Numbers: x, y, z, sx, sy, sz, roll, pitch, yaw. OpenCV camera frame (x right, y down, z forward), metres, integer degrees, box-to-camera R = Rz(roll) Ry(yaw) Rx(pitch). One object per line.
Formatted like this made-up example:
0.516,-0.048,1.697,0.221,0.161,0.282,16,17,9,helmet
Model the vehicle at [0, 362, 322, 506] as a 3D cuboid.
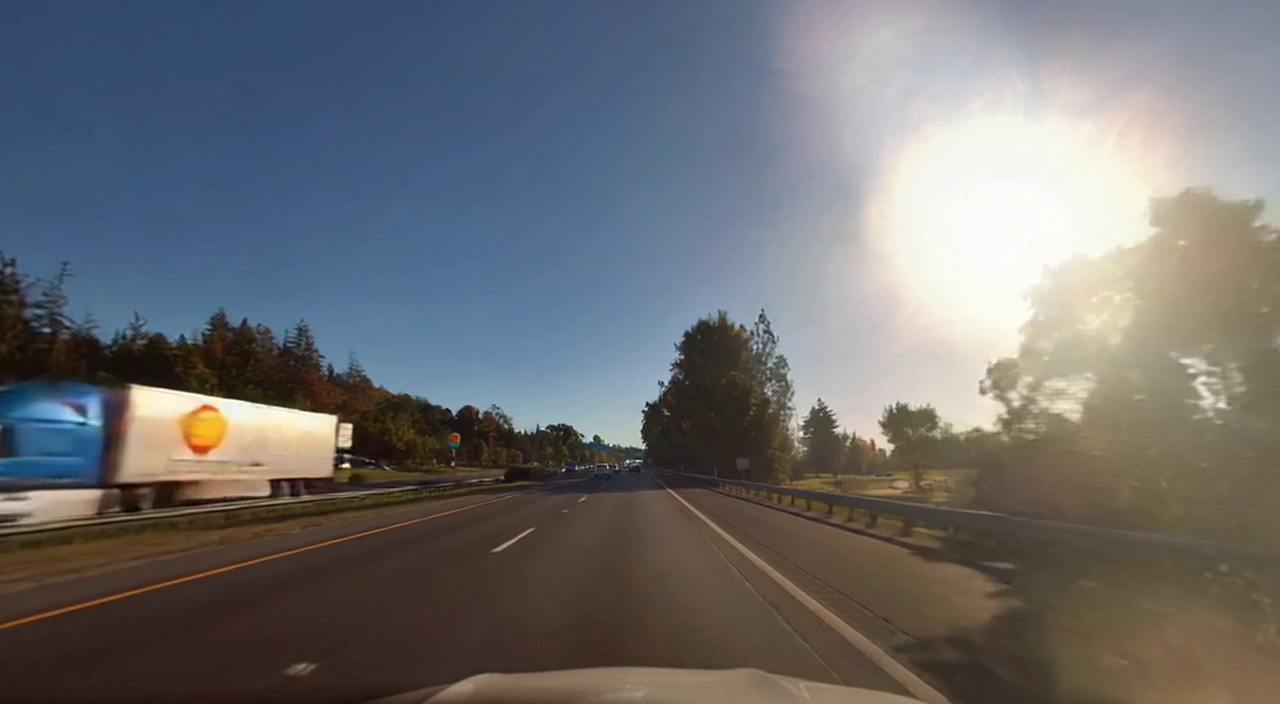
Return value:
-17.716,3.555,24.352,2.999,3.697,16.196,2,-11,-2,vehicle
